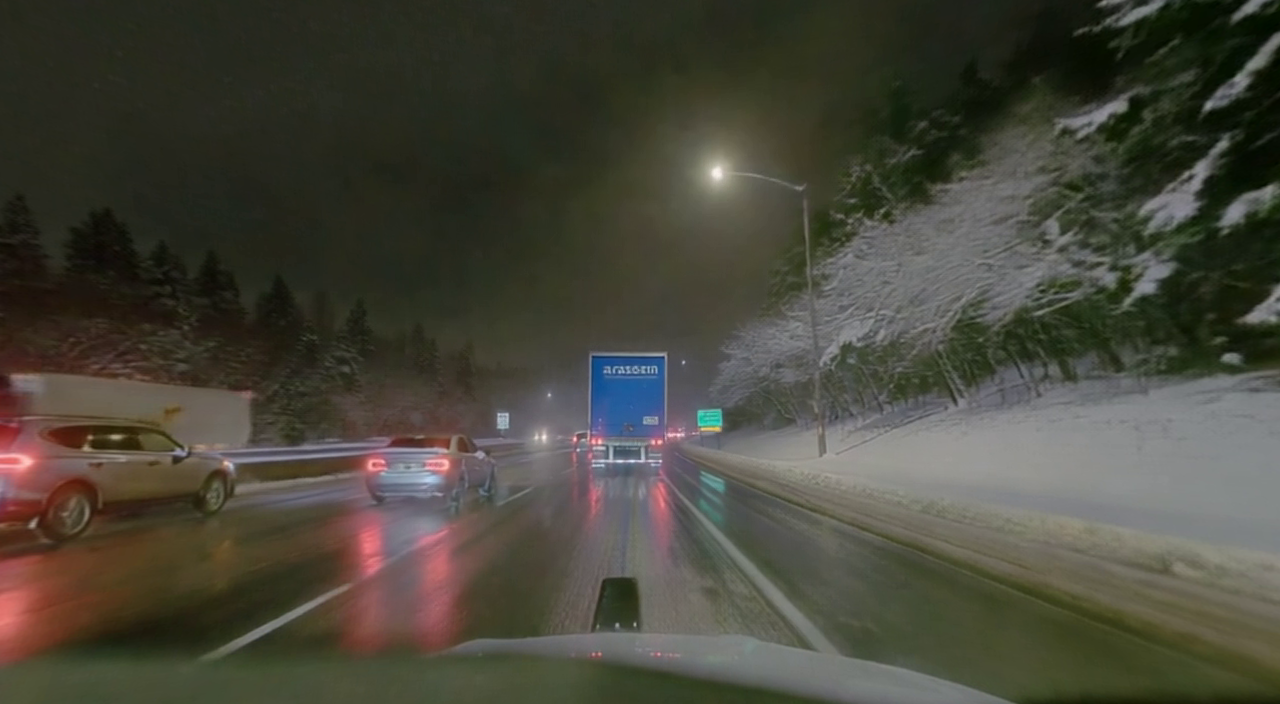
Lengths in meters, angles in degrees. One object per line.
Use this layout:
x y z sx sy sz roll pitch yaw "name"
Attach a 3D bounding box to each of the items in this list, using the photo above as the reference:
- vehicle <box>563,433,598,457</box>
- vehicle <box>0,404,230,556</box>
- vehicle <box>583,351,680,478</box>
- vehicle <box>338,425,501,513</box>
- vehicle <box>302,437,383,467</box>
-4.274 6.761 45.912 2.104 1.653 4.302 0 -8 0 "vehicle"
-8.074 1.663 8.746 1.990 1.654 4.129 0 -8 -1 "vehicle"
-0.354 2.725 25.760 3.118 4.106 10.719 0 -8 -1 "vehicle"
-4.218 2.269 12.777 1.933 1.492 3.838 0 -8 0 "vehicle"
-16.426 5.536 35.039 2.124 1.515 4.967 0 -8 0 "vehicle"
